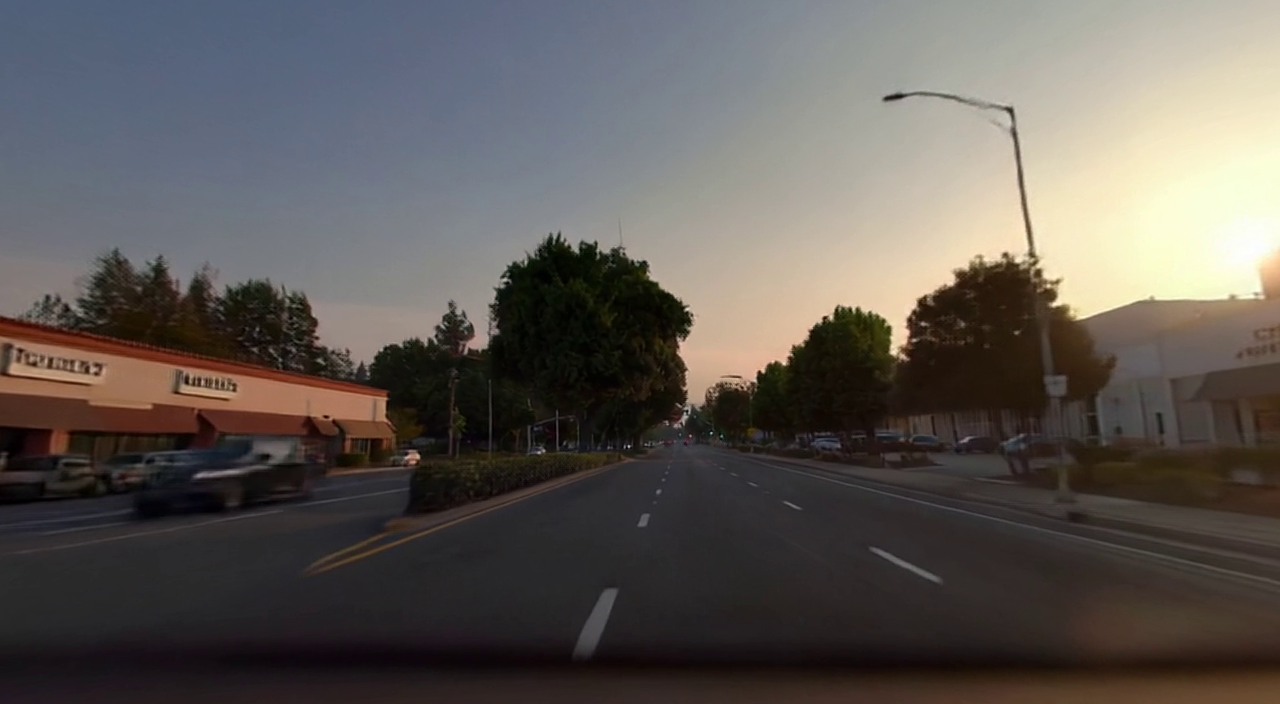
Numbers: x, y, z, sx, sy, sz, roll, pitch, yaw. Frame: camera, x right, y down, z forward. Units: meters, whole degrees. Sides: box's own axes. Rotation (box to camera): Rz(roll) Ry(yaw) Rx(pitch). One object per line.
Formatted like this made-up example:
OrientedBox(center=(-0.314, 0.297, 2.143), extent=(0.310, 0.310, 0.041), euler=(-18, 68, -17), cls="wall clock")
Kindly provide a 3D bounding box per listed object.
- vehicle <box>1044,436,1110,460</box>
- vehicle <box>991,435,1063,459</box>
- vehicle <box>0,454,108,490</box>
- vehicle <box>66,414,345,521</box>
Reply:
OrientedBox(center=(31.180, 6.874, 45.231), extent=(1.825, 1.572, 4.229), euler=(0, -9, 3), cls="vehicle")
OrientedBox(center=(28.045, 6.954, 46.019), extent=(2.129, 1.652, 5.150), euler=(0, -9, 2), cls="vehicle")
OrientedBox(center=(-26.451, 5.214, 27.625), extent=(4.553, 1.445, 1.942), euler=(0, -9, 1), cls="vehicle")
OrientedBox(center=(-9.008, 2.471, 13.948), extent=(2.157, 1.883, 5.286), euler=(-1, -9, 3), cls="vehicle")
